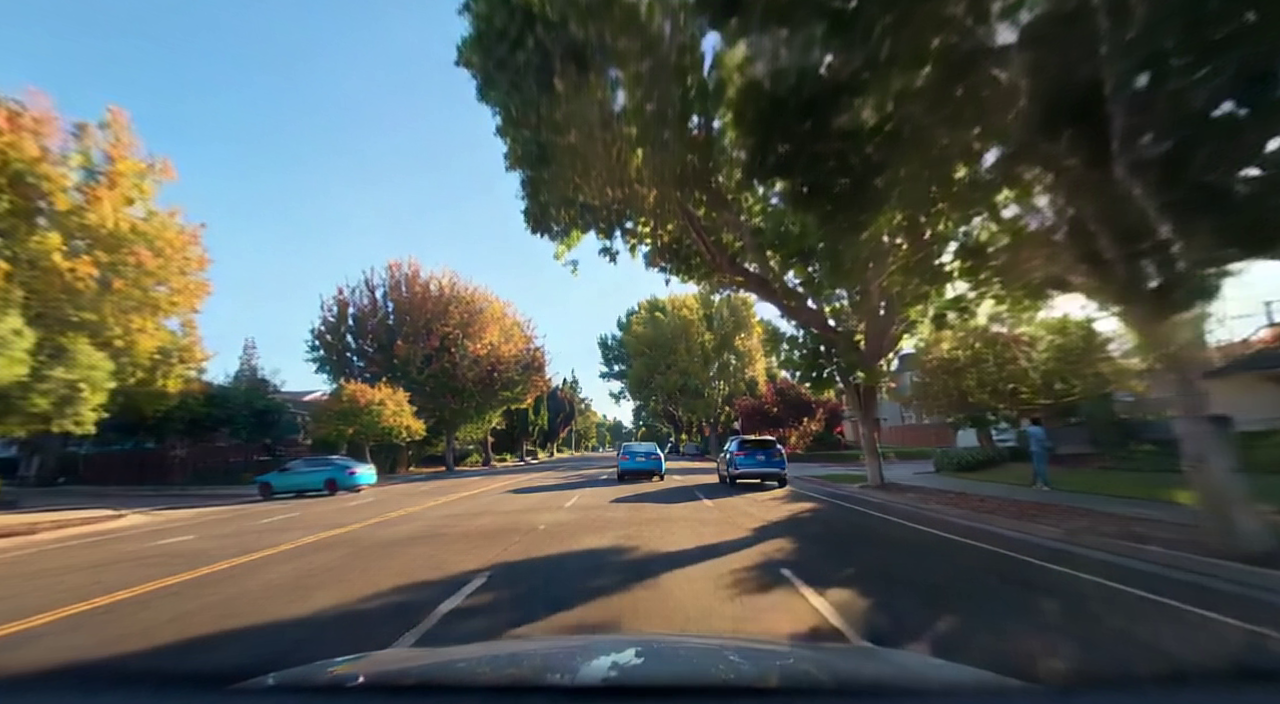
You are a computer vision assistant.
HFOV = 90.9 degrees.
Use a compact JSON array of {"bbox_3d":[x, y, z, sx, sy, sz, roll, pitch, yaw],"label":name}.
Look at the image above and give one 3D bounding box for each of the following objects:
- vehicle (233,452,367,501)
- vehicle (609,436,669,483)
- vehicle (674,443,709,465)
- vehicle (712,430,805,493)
[{"bbox_3d":[-13.383,4.906,24.979,4.296,1.611,1.942,-4,-9,5],"label":"vehicle"},{"bbox_3d":[-0.033,4.203,24.952,2.200,1.653,4.127,0,-8,0],"label":"vehicle"},{"bbox_3d":[3.570,7.162,44.320,2.099,1.463,4.130,0,-8,-1],"label":"vehicle"},{"bbox_3d":[3.534,3.379,19.760,2.024,1.711,4.512,0,-8,0],"label":"vehicle"}]
